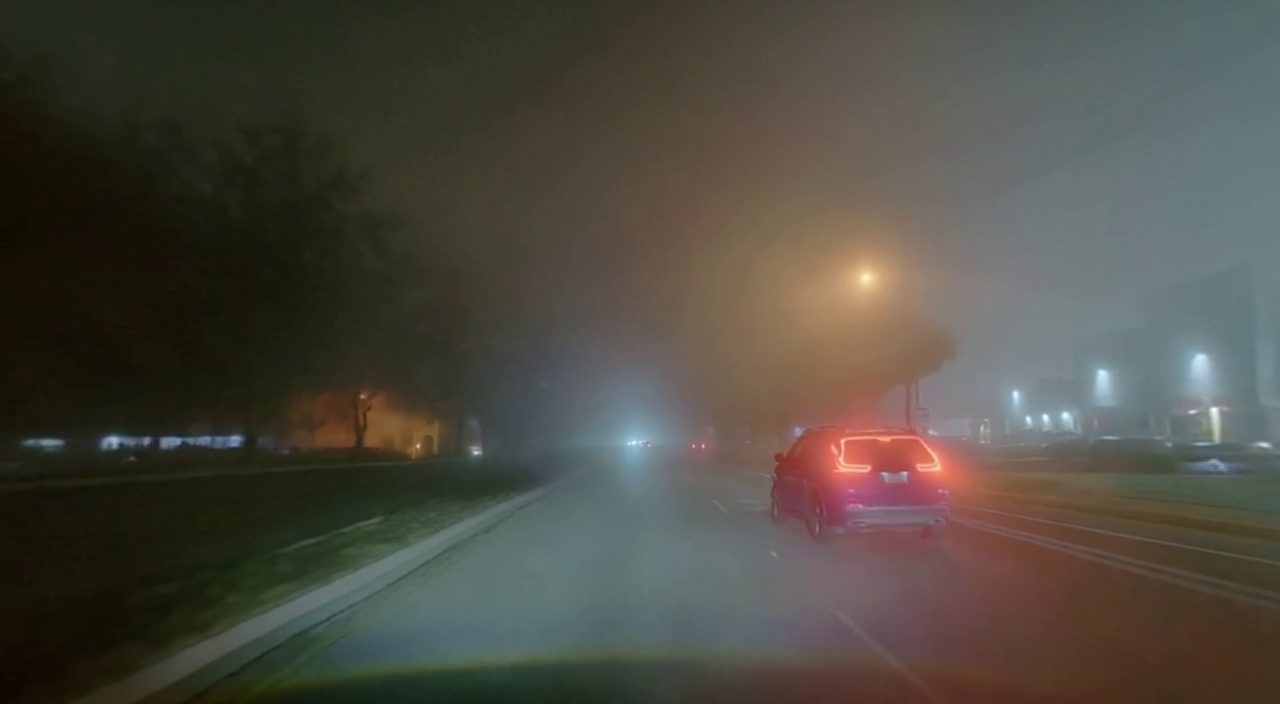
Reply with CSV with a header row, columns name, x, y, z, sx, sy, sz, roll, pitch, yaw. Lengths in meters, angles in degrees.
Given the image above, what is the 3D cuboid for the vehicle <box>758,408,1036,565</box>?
name,x,y,z,sx,sy,sz,roll,pitch,yaw
vehicle,3.158,1.748,8.960,2.060,1.665,4.284,0,-8,-1
